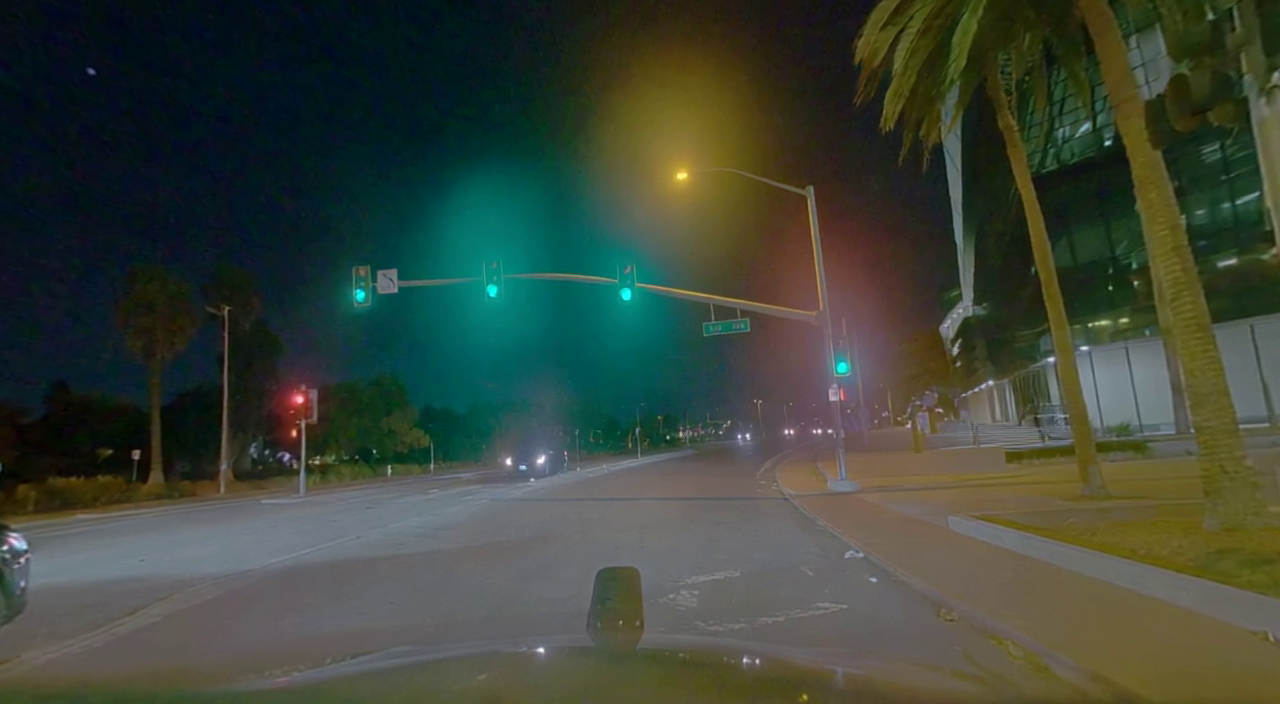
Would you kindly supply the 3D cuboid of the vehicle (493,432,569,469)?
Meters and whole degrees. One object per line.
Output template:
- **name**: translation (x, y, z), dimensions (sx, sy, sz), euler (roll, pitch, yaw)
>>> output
- **vehicle**: translation (-5.675, 5.234, 33.624), dimensions (2.181, 1.792, 4.648), euler (-3, -9, 16)
